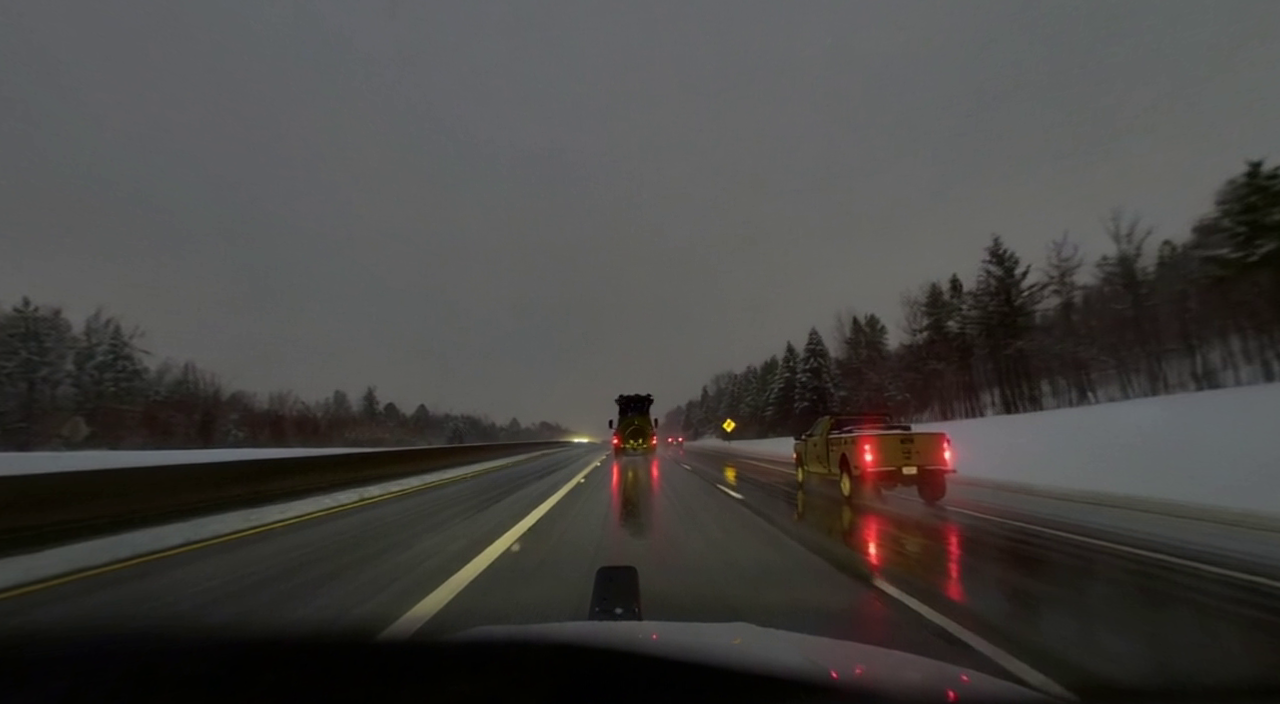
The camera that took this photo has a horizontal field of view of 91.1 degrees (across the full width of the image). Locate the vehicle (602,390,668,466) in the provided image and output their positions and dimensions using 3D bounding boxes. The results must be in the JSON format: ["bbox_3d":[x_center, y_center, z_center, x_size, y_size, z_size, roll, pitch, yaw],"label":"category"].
[{"bbox_3d":[-0.499,4.196,35.193,2.953,3.406,13.372,1,-7,-2],"label":"vehicle"}]

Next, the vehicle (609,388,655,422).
[{"bbox_3d":[-0.385,2.647,30.801,2.112,1.472,4.240,0,-8,-1],"label":"vehicle"}]

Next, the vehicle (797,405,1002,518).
[{"bbox_3d":[4.818,2.089,12.615,2.091,1.829,4.625,0,-8,-1],"label":"vehicle"}]
